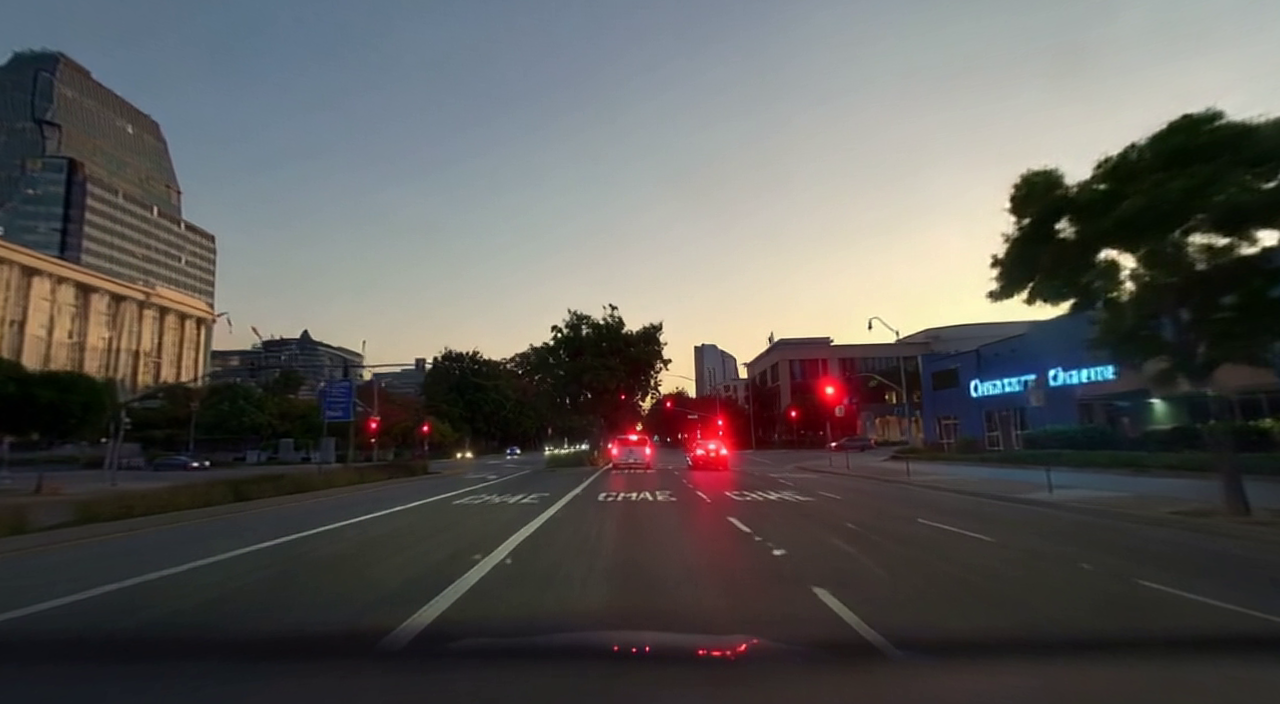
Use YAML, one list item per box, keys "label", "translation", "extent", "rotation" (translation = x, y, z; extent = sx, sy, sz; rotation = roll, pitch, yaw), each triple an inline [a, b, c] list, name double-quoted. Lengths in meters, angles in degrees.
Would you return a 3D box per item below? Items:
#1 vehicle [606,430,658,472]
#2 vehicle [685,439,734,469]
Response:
- label: "vehicle"
  translation: [-0.349, 4.743, 30.405]
  extent: [2.313, 1.860, 4.319]
  rotation: [0, -9, 0]
- label: "vehicle"
  translation: [3.560, 5.356, 33.334]
  extent: [2.080, 1.472, 4.401]
  rotation: [0, -9, 0]
